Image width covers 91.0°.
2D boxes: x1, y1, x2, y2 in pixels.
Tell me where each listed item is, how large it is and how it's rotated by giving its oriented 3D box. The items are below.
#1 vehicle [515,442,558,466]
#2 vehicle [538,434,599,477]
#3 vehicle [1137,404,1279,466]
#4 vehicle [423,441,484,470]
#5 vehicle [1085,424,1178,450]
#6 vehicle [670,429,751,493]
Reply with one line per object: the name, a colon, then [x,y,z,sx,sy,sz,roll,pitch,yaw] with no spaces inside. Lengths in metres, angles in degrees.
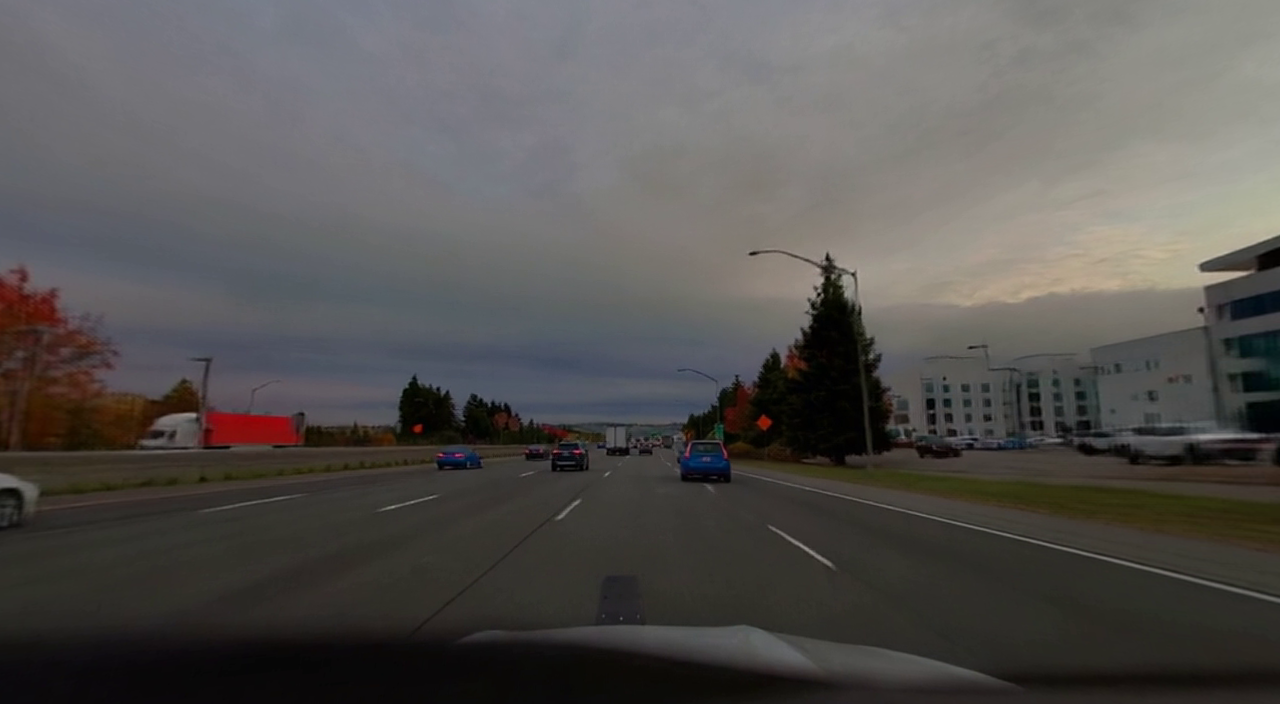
vehicle: [-6.986,6.954,43.098,2.057,1.496,4.661,0,-9,1]
vehicle: [-3.058,4.572,28.026,2.111,1.742,4.315,0,-9,1]
vehicle: [19.217,2.647,20.436,4.404,1.763,1.928,-3,-7,-1]
vehicle: [-10.702,5.962,36.484,2.006,1.509,4.634,0,-9,1]
vehicle: [30.655,5.344,39.367,4.084,1.551,1.971,0,-9,0]
vehicle: [2.052,3.345,19.661,2.101,1.742,4.495,0,-9,1]
